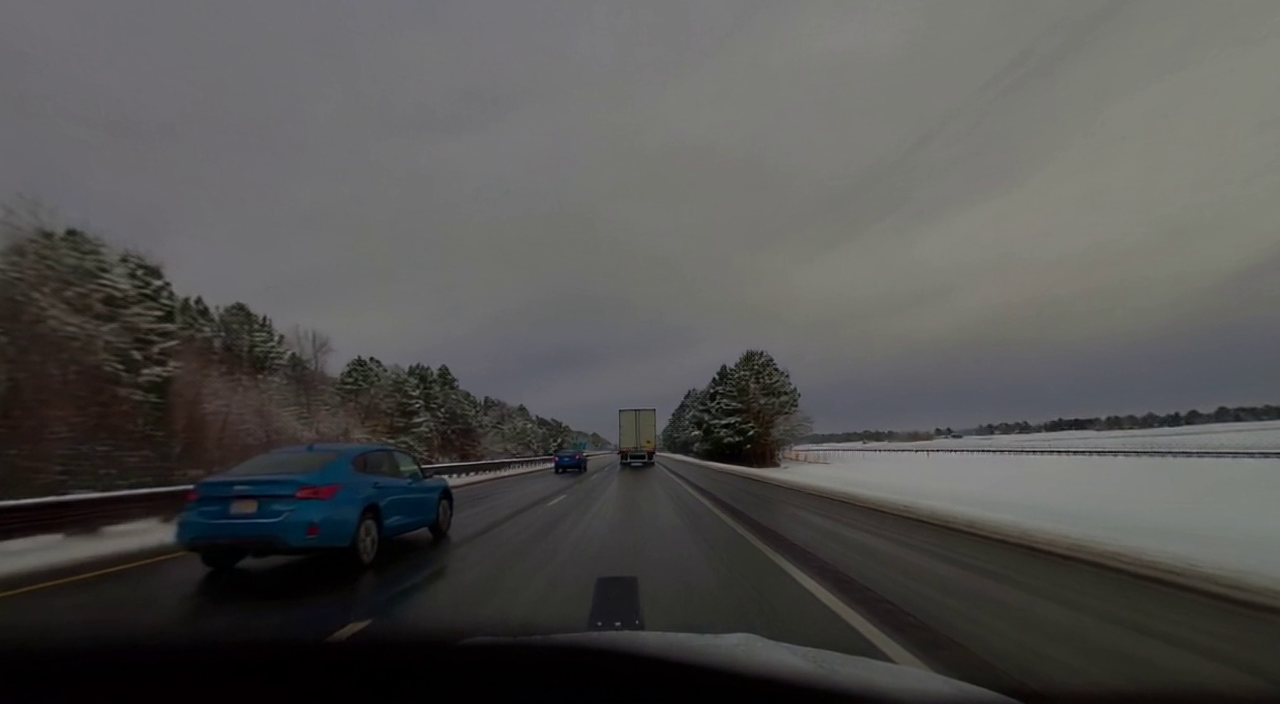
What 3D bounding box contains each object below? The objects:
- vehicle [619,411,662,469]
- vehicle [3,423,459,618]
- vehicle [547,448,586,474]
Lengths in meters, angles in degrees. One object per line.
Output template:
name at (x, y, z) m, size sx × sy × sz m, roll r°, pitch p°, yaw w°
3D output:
vehicle at (-0.018, 7.034, 49.727) m, size 2.995 × 4.028 × 10.508 m, roll 0°, pitch -9°, yaw 0°
vehicle at (-3.903, 1.704, 7.446) m, size 2.031 × 1.496 × 4.971 m, roll 0°, pitch -9°, yaw 0°
vehicle at (-4.413, 6.619, 38.536) m, size 1.937 × 1.493 × 3.779 m, roll 0°, pitch -9°, yaw 0°
